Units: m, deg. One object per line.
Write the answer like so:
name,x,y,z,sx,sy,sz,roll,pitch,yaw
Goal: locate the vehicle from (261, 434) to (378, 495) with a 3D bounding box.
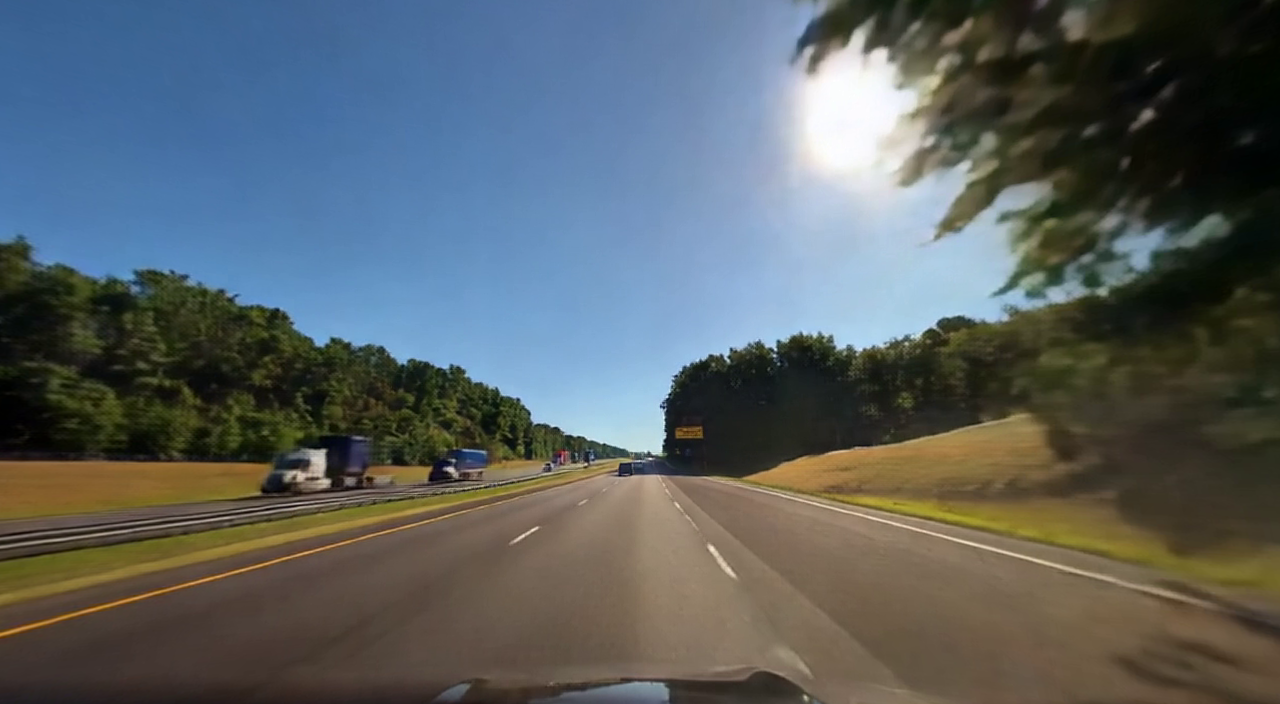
vehicle,-23.020,8.175,46.207,2.973,3.879,10.225,-1,-9,1
